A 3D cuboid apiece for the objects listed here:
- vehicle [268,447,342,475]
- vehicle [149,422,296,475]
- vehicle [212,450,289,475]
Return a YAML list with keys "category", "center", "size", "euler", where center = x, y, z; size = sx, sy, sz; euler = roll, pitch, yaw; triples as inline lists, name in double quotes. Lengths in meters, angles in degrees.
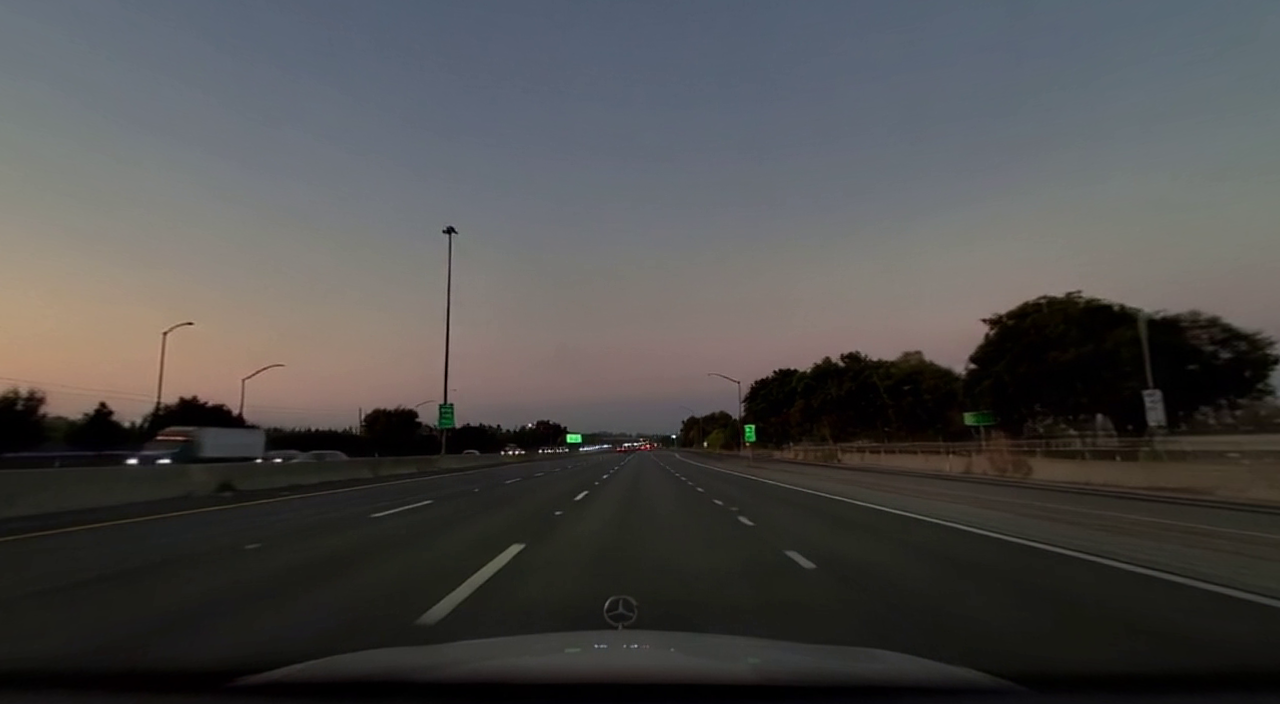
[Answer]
- category: "vehicle"
  center: [-20.649, 6.716, 39.151]
  size: [1.904, 1.534, 4.668]
  euler: [0, -8, 2]
- category: "vehicle"
  center: [-28.470, 6.721, 43.957]
  size: [2.894, 3.206, 10.289]
  euler: [0, -9, 2]
- category: "vehicle"
  center: [-24.725, 7.002, 40.288]
  size: [1.881, 1.490, 4.586]
  euler: [0, -8, 1]
